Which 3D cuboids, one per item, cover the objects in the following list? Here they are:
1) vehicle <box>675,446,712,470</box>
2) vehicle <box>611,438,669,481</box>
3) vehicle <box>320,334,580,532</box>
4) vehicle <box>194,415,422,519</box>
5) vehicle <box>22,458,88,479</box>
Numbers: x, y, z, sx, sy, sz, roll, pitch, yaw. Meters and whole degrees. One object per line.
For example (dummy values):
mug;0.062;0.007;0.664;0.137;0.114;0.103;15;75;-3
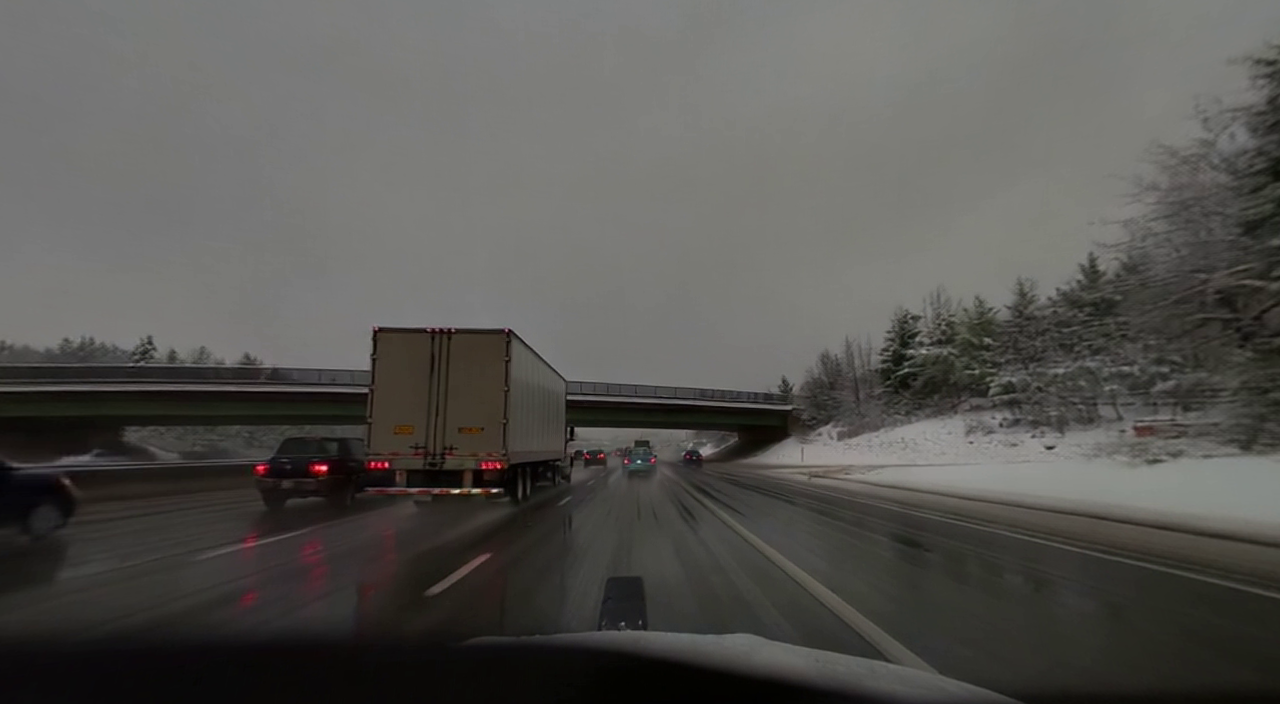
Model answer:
vehicle;3.470;6.941;41.625;2.003;1.465;4.092;0;-8;-2
vehicle;-0.043;4.586;27.148;2.270;1.696;4.061;0;-8;-1
vehicle;-3.634;2.106;15.976;3.075;3.276;11.073;0;-8;0
vehicle;-7.511;2.676;15.331;2.309;2.007;5.974;0;-8;0
vehicle;-42.687;8.483;46.095;1.511;1.369;3.437;0;-8;1
